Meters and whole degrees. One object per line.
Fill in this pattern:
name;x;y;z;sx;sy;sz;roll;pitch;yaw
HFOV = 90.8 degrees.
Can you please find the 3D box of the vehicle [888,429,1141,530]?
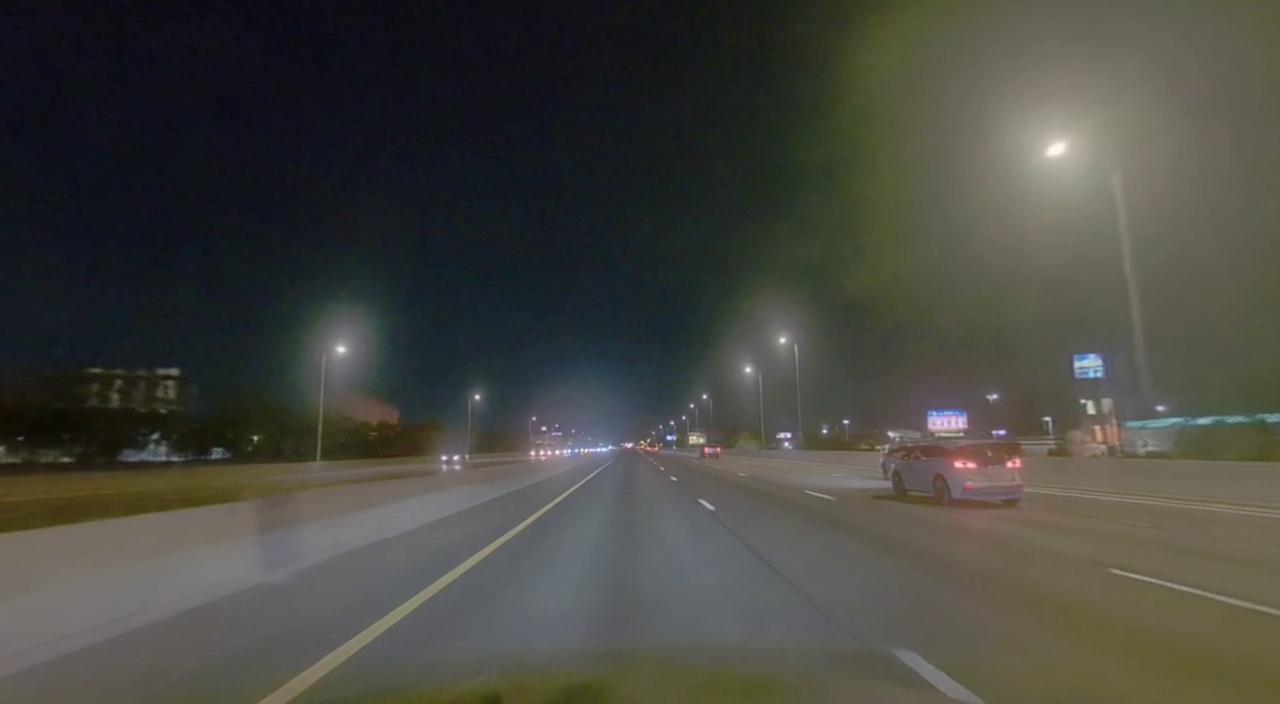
vehicle;6.777;2.344;12.243;1.901;1.548;4.684;0;-9;-2
